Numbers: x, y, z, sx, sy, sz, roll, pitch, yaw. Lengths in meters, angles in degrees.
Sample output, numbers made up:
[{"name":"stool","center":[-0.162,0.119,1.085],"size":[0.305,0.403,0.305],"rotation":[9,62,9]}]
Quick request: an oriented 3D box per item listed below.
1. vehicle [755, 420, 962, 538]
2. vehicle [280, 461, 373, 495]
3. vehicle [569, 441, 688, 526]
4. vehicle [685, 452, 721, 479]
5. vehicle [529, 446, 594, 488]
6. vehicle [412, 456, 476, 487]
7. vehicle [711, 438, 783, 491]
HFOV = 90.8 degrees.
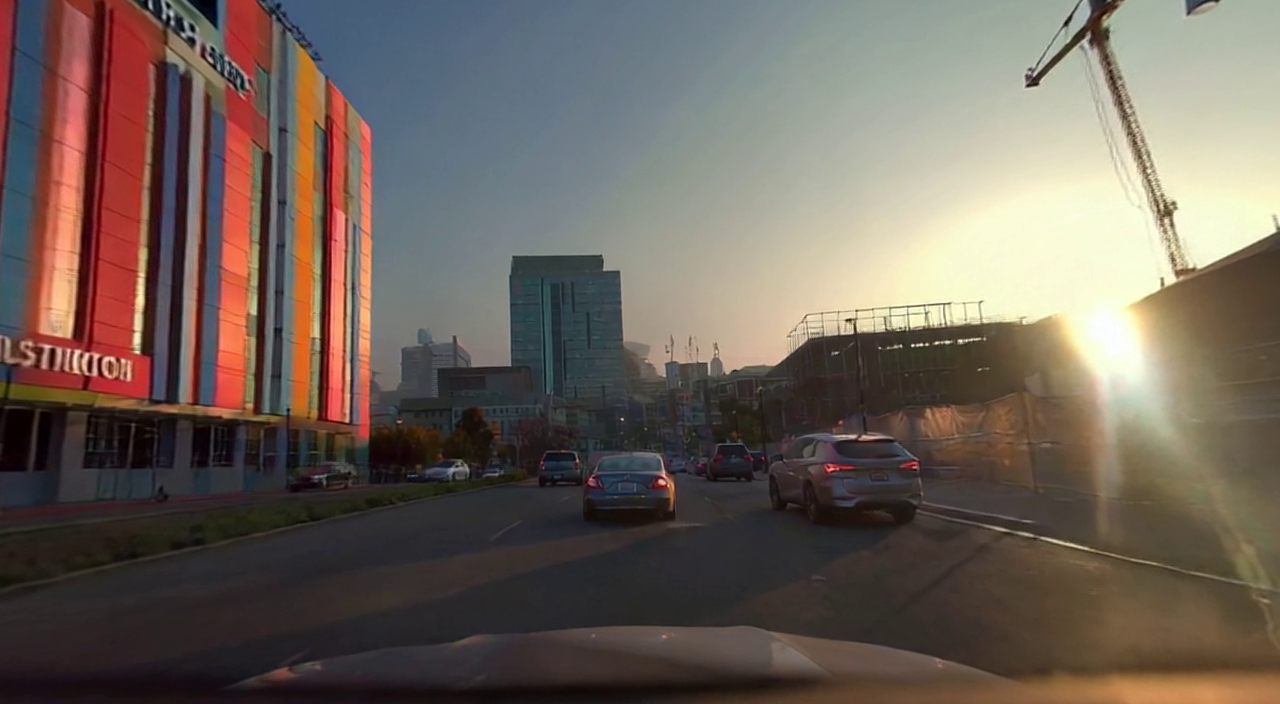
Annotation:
[{"name":"vehicle","center":[3.827,2.319,12.250],"size":[2.185,1.797,4.934],"rotation":[0,-8,-1]},{"name":"vehicle","center":[-15.707,6.323,31.999],"size":[2.078,1.496,4.769],"rotation":[-1,-8,3]},{"name":"vehicle","center":[-0.161,2.674,13.438],"size":[2.131,1.496,4.193],"rotation":[0,-8,1]},{"name":"vehicle","center":[4.196,7.646,42.661],"size":[2.115,1.636,4.104],"rotation":[0,-8,2]},{"name":"vehicle","center":[-3.434,5.144,28.617],"size":[2.201,1.691,4.305],"rotation":[-1,-8,3]},{"name":"vehicle","center":[-11.919,7.268,38.707],"size":[2.202,1.714,4.509],"rotation":[-1,-8,4]},{"name":"vehicle","center":[4.166,4.452,25.485],"size":[2.124,1.896,4.914],"rotation":[0,-8,1]}]
